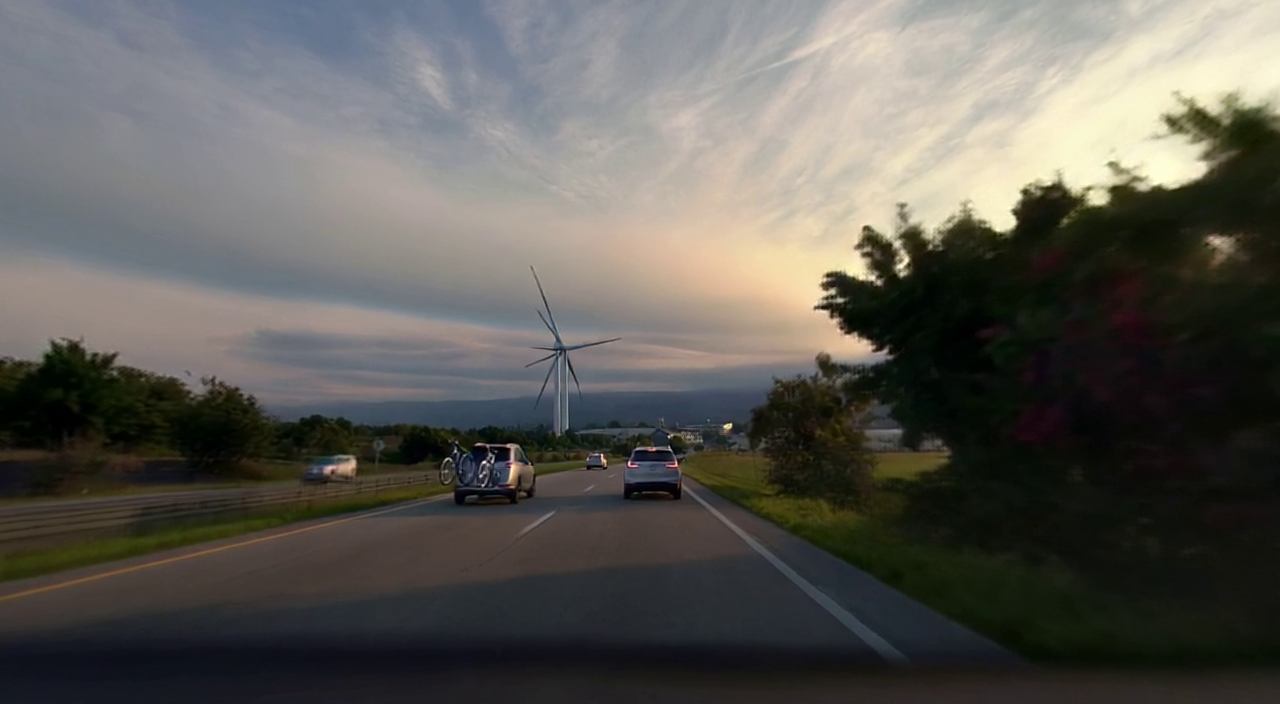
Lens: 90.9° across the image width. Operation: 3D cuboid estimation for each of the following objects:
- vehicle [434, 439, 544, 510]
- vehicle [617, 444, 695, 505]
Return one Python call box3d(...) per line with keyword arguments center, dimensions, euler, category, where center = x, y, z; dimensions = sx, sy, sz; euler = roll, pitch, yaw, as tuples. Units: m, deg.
box3d(center=(-3.927, 3.259, 17.154), dimensions=(1.962, 1.681, 4.033), euler=(0, -9, 1), category="vehicle")
box3d(center=(0.407, 3.576, 18.791), dimensions=(2.063, 1.582, 3.955), euler=(0, -9, -1), category="vehicle")
